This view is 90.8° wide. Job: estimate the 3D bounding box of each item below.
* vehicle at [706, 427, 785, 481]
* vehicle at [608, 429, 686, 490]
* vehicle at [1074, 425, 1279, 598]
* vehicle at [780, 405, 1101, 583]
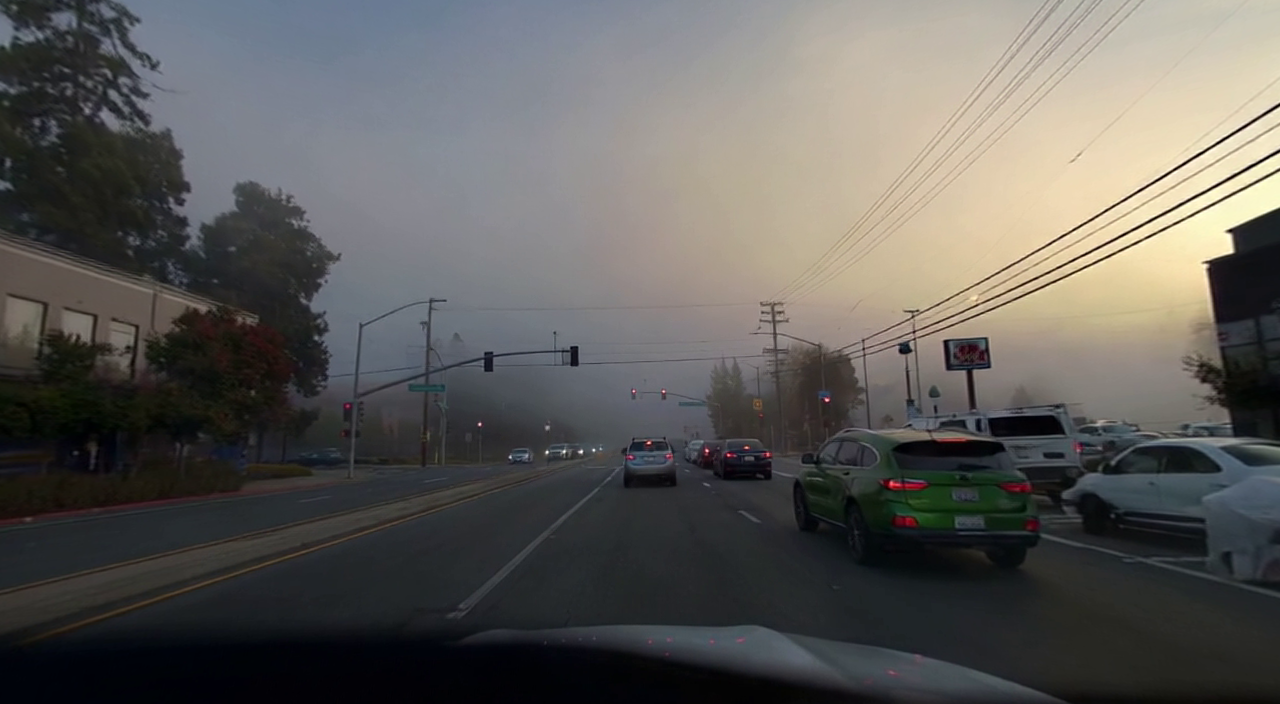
[{"bbox_3d":[3.804,3.802,23.730,2.060,1.789,4.712,0,-9,-1],"label":"vehicle"},{"bbox_3d":[0.220,3.270,19.462,2.149,1.668,3.962,0,-9,1],"label":"vehicle"},{"bbox_3d":[6.294,1.341,5.349,1.906,1.435,4.670,0,-9,0],"label":"vehicle"},{"bbox_3d":[3.240,1.628,8.007,1.998,1.620,4.267,0,-9,1],"label":"vehicle"}]
